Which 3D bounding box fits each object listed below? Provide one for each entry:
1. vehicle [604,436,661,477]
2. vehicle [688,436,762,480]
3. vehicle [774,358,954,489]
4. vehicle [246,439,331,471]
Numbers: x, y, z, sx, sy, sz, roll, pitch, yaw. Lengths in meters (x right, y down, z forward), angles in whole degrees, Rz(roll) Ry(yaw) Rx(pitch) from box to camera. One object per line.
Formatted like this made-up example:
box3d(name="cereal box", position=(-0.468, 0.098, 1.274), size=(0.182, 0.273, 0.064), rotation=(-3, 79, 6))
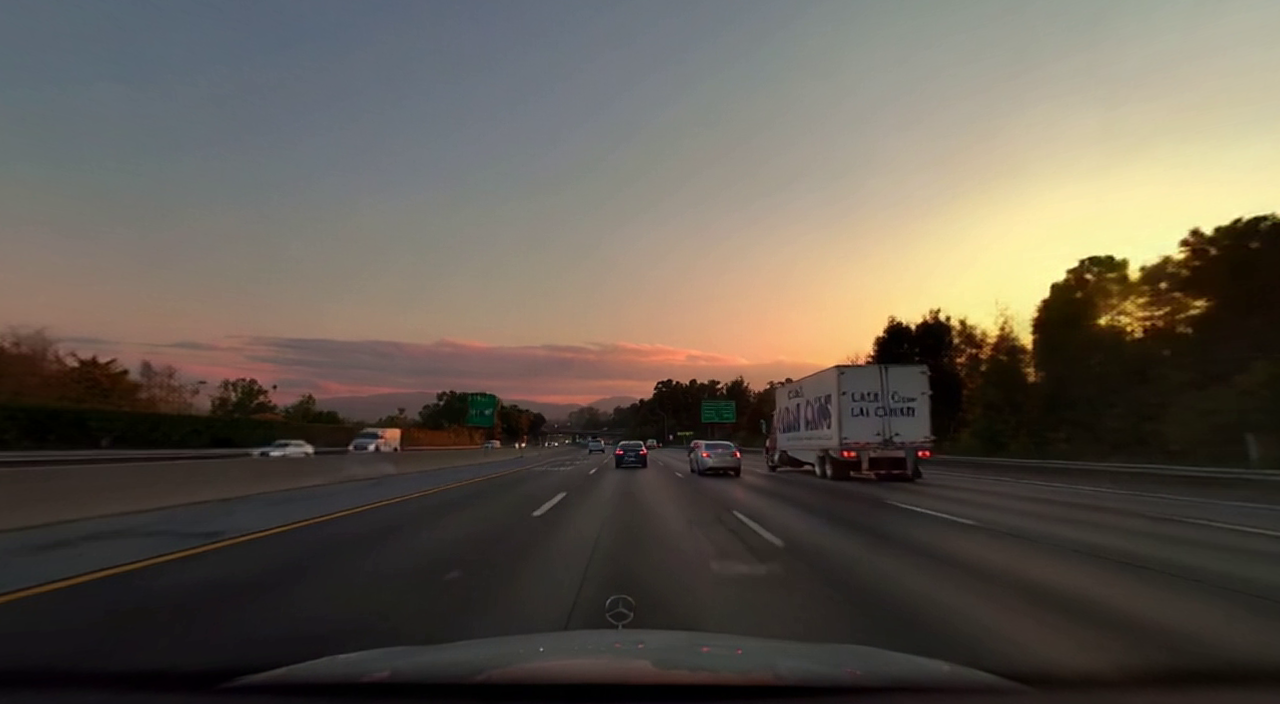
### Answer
box3d(name="vehicle", position=(-0.330, 4.110, 25.044), size=(2.098, 1.475, 3.997), rotation=(0, -9, -2))
box3d(name="vehicle", position=(3.110, 4.006, 24.156), size=(1.993, 1.504, 4.781), rotation=(0, -9, -2))
box3d(name="vehicle", position=(7.225, 2.635, 22.139), size=(2.799, 3.655, 8.627), rotation=(0, -9, -2))
box3d(name="vehicle", position=(-17.807, 5.229, 32.281), size=(1.835, 1.470, 4.460), rotation=(0, -9, -1))
